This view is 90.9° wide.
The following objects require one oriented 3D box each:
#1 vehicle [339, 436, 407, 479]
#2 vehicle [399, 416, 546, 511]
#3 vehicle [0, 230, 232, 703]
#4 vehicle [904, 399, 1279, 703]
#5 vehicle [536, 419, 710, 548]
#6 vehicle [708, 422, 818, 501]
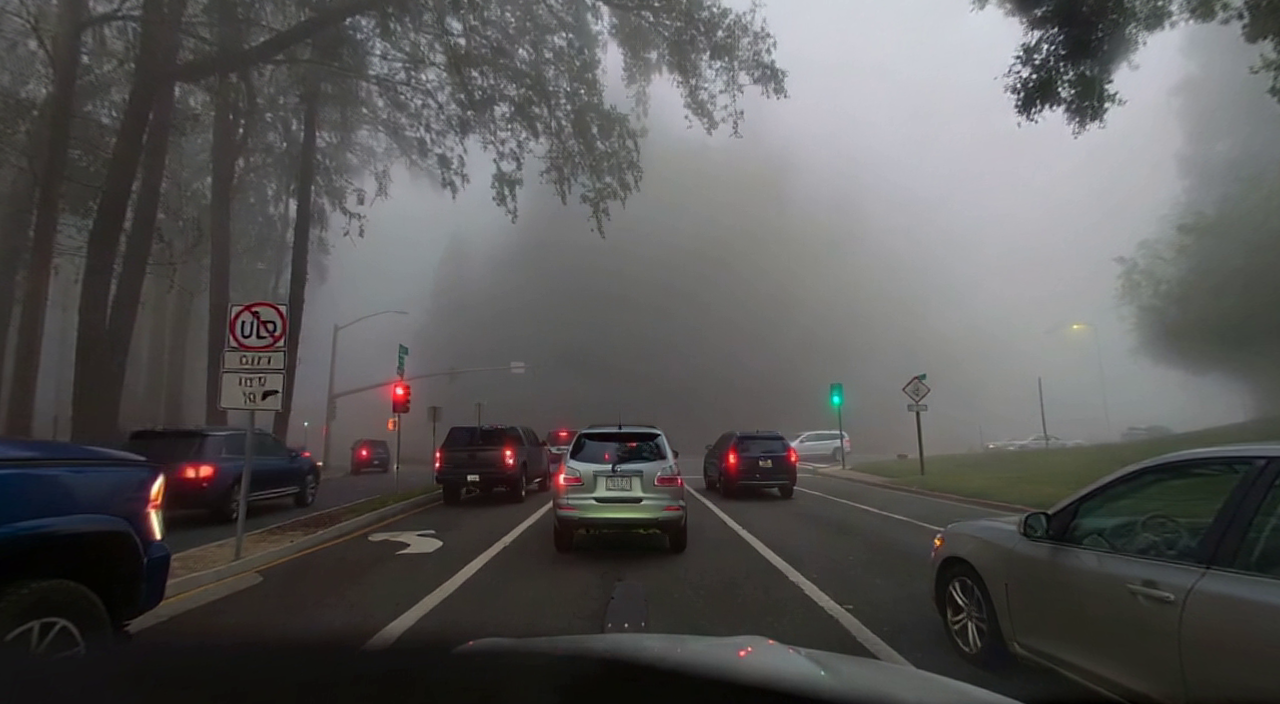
[{"bbox_3d":[-12.491,4.844,29.305,2.088,1.787,4.728,5,-10,-31],"label":"vehicle"},{"bbox_3d":[-3.628,2.522,14.668,2.089,1.857,4.488,0,-8,1],"label":"vehicle"},{"bbox_3d":[-3.475,0.349,0.306,2.656,2.021,5.800,0,-8,0],"label":"vehicle"},{"bbox_3d":[3.015,0.966,2.522,1.874,1.477,4.698,0,-8,0],"label":"vehicle"},{"bbox_3d":[-0.222,1.937,9.879,2.194,1.607,3.690,0,-8,0],"label":"vehicle"},{"bbox_3d":[3.168,2.939,17.307,2.102,1.841,4.587,0,-8,0],"label":"vehicle"}]
